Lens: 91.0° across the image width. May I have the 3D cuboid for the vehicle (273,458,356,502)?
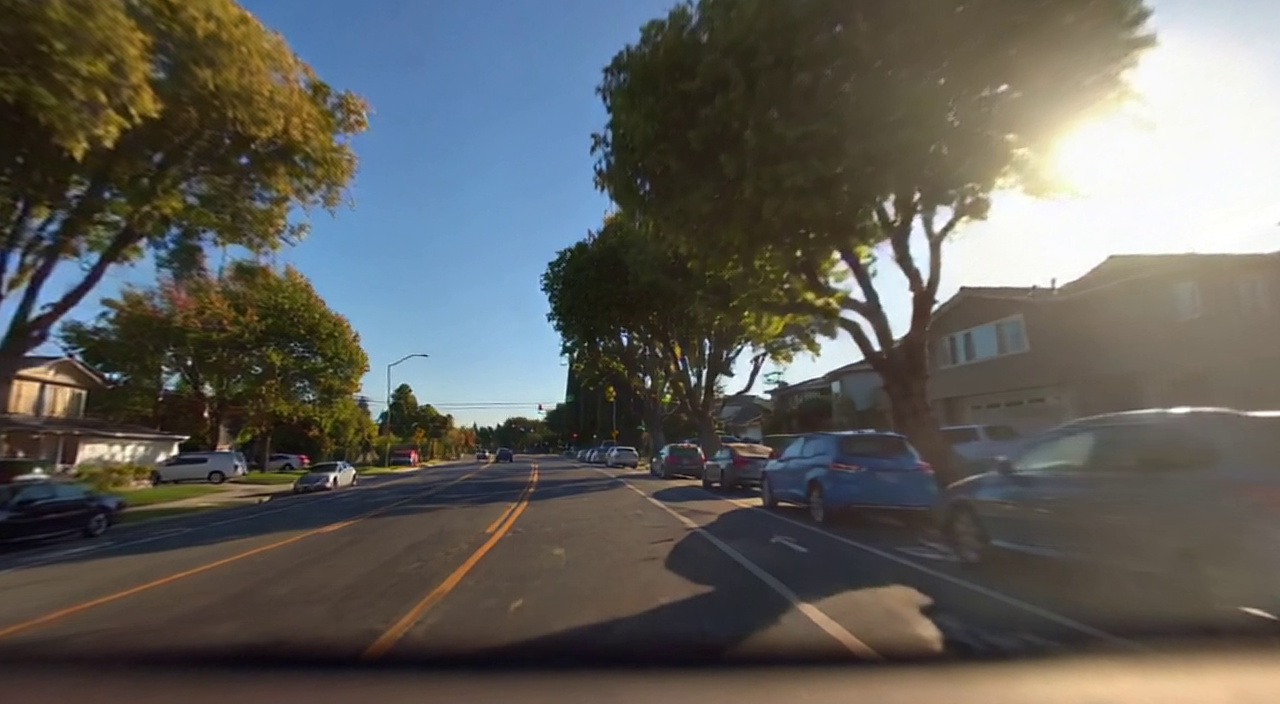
[{"bbox_3d":[-14.308,5.587,27.933,1.932,1.468,4.305,-5,-8,-9],"label":"vehicle"}]

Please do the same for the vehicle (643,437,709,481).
[{"bbox_3d":[1.590,4.976,29.600,2.348,1.804,5.207,3,-9,-5],"label":"vehicle"}]

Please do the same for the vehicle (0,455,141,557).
[{"bbox_3d":[-12.121,2.972,11.881,2.159,1.677,4.112,-7,-8,-3],"label":"vehicle"}]

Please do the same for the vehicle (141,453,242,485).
[{"bbox_3d":[-27.644,7.199,38.955,4.552,1.857,1.950,1,-9,-7],"label":"vehicle"}]

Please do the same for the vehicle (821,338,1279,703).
[{"bbox_3d":[4.313,1.391,6.152,2.723,1.785,7.174,4,-9,-2],"label":"vehicle"}]
